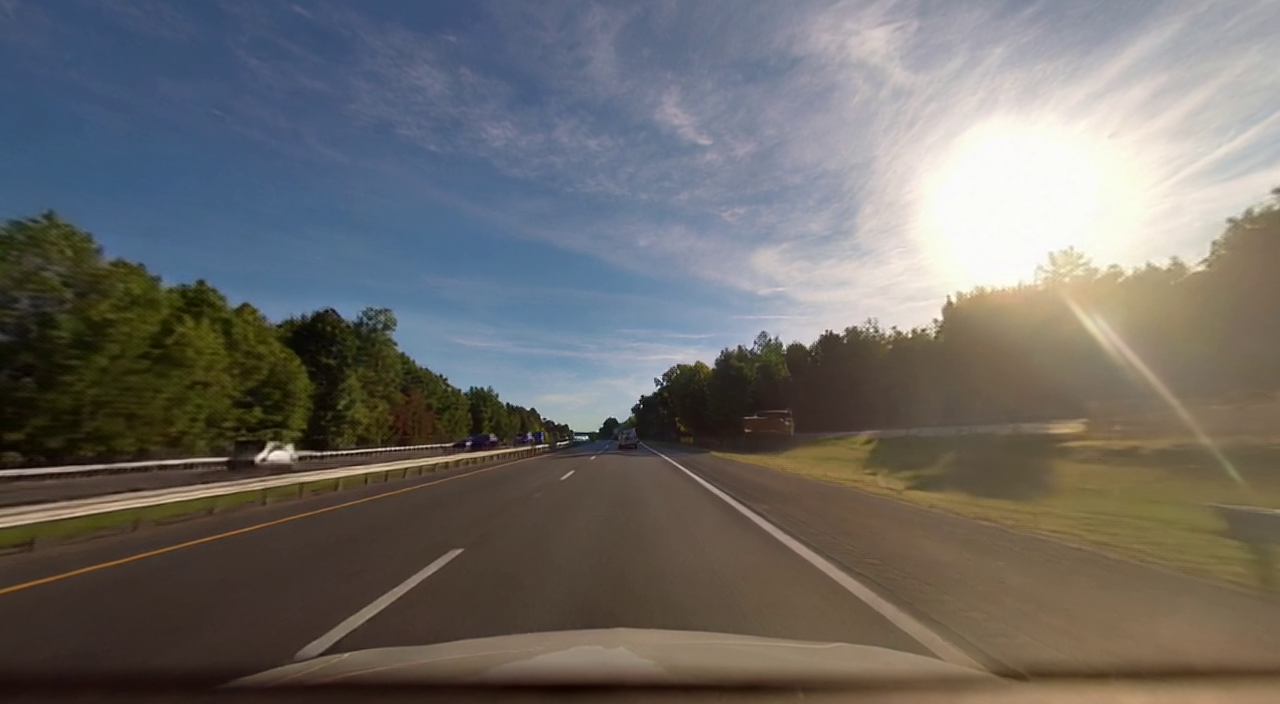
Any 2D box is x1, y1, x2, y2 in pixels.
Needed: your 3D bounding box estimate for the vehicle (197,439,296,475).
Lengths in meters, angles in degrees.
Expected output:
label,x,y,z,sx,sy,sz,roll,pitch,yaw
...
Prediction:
label,x,y,z,sx,sy,sz,roll,pitch,yaw
vehicle,-17.175,4.563,27.738,1.803,1.448,4.009,0,-8,-1
